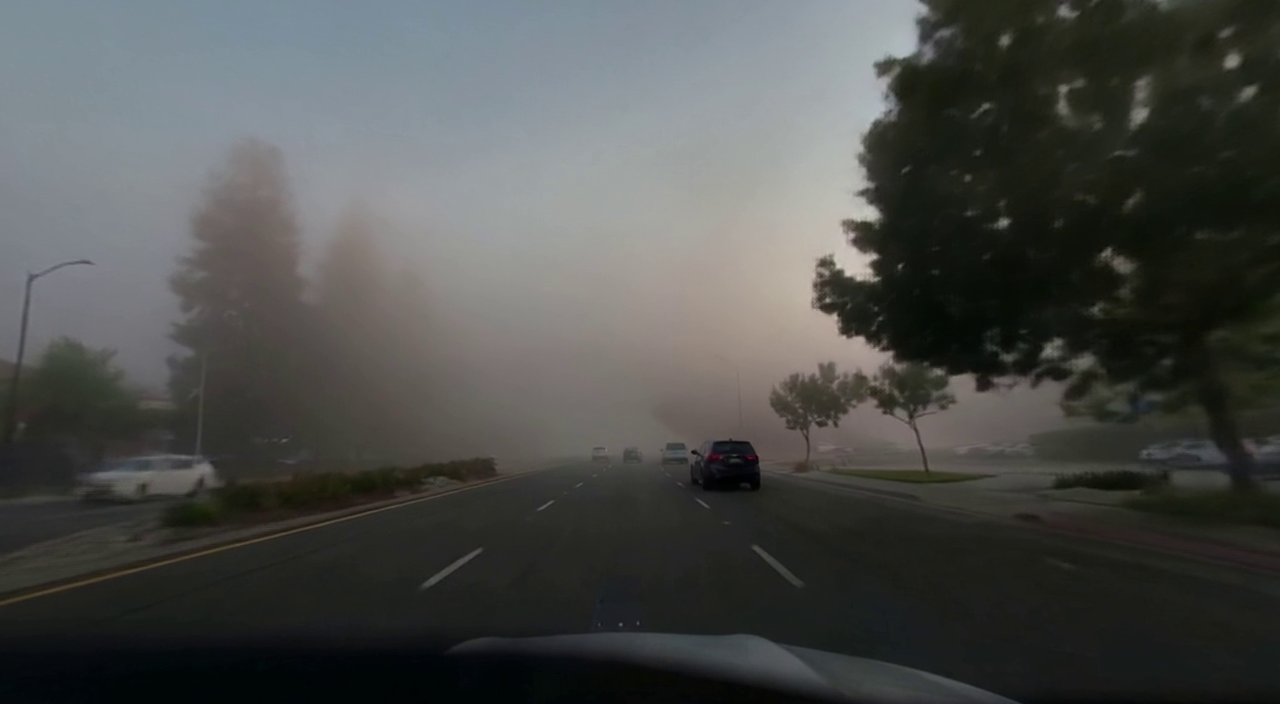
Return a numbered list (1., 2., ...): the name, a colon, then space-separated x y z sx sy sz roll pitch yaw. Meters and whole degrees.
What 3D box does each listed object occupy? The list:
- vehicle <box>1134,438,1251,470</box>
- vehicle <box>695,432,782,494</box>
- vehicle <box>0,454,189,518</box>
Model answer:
1. vehicle: 30.338 5.586 34.788 4.607 1.683 2.217 1 -9 -8
2. vehicle: 3.122 3.644 21.011 2.060 1.816 4.343 0 -9 -2
3. vehicle: -16.254 3.910 18.996 1.988 1.619 4.561 0 -9 0
